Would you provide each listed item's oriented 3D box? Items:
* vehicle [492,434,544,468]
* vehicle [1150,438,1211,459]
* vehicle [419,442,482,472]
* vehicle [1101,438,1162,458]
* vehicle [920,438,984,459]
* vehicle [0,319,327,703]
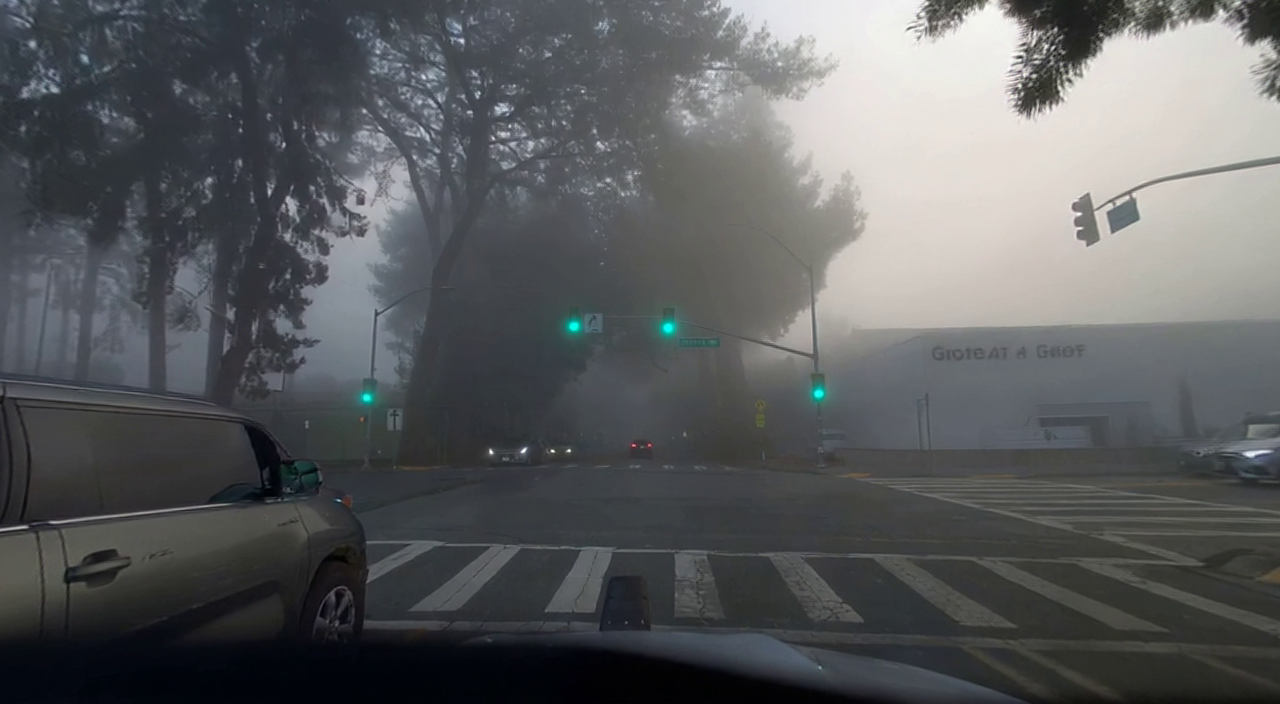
[{"bbox_3d":[-7.165,5.860,37.461,2.081,1.818,4.782,0,-8,1],"label":"vehicle"},{"bbox_3d":[41.128,7.423,48.092,1.767,1.456,4.191,-5,-10,15],"label":"vehicle"},{"bbox_3d":[-10.638,5.918,35.719,2.041,1.548,4.868,0,-8,0],"label":"vehicle"},{"bbox_3d":[38.481,7.538,49.511,1.837,1.514,4.786,-2,-9,13],"label":"vehicle"},{"bbox_3d":[21.471,6.638,43.393,3.576,1.425,1.702,2,-8,-12],"label":"vehicle"},{"bbox_3d":[-3.481,0.815,2.701,2.000,1.789,4.638,0,-8,-2],"label":"vehicle"}]
